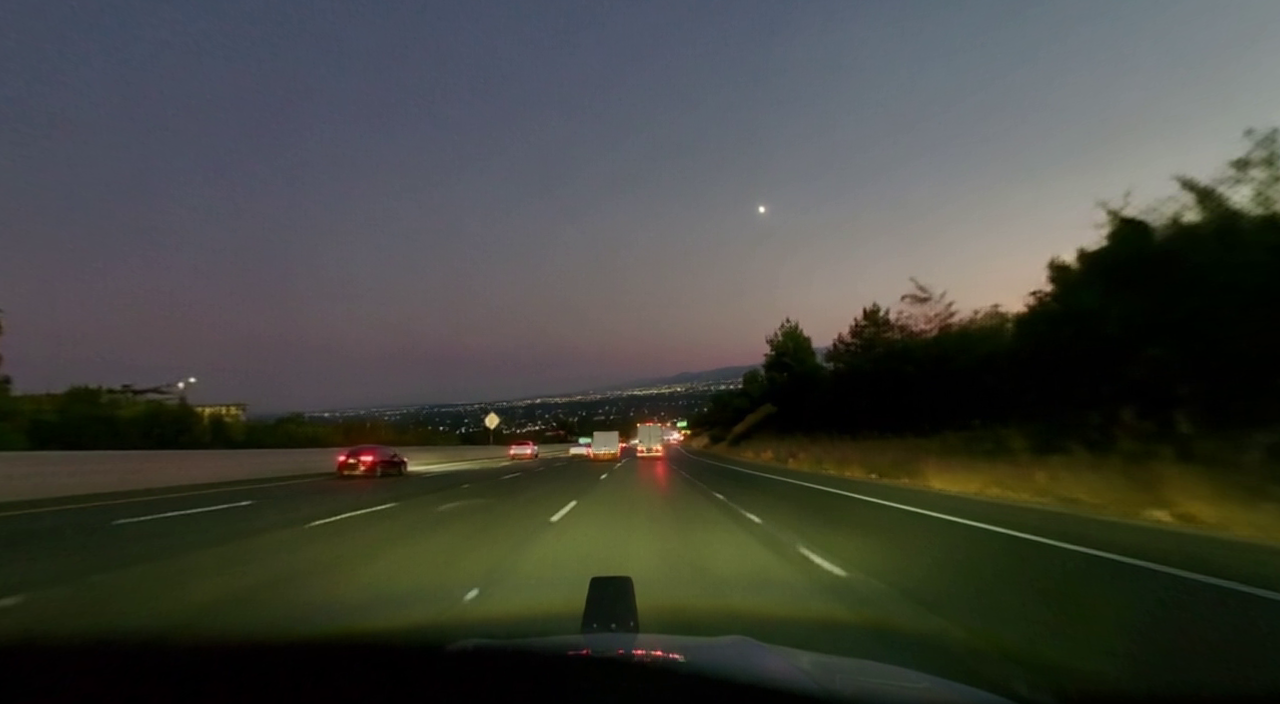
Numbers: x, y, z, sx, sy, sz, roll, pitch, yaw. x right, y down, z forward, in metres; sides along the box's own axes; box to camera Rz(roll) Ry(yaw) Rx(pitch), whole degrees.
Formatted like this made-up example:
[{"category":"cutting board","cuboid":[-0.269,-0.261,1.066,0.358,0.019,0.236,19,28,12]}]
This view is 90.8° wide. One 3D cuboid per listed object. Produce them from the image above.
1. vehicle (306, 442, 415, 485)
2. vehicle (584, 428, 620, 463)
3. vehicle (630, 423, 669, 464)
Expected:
[{"category":"vehicle","cuboid":[-10.327,4.136,23.820,1.952,1.457,4.689,0,-8,0]},{"category":"vehicle","cuboid":[-2.872,7.319,49.357,2.328,2.519,5.238,0,-8,1]},{"category":"vehicle","cuboid":[0.731,7.009,48.718,2.768,2.854,6.757,1,-8,1]}]
